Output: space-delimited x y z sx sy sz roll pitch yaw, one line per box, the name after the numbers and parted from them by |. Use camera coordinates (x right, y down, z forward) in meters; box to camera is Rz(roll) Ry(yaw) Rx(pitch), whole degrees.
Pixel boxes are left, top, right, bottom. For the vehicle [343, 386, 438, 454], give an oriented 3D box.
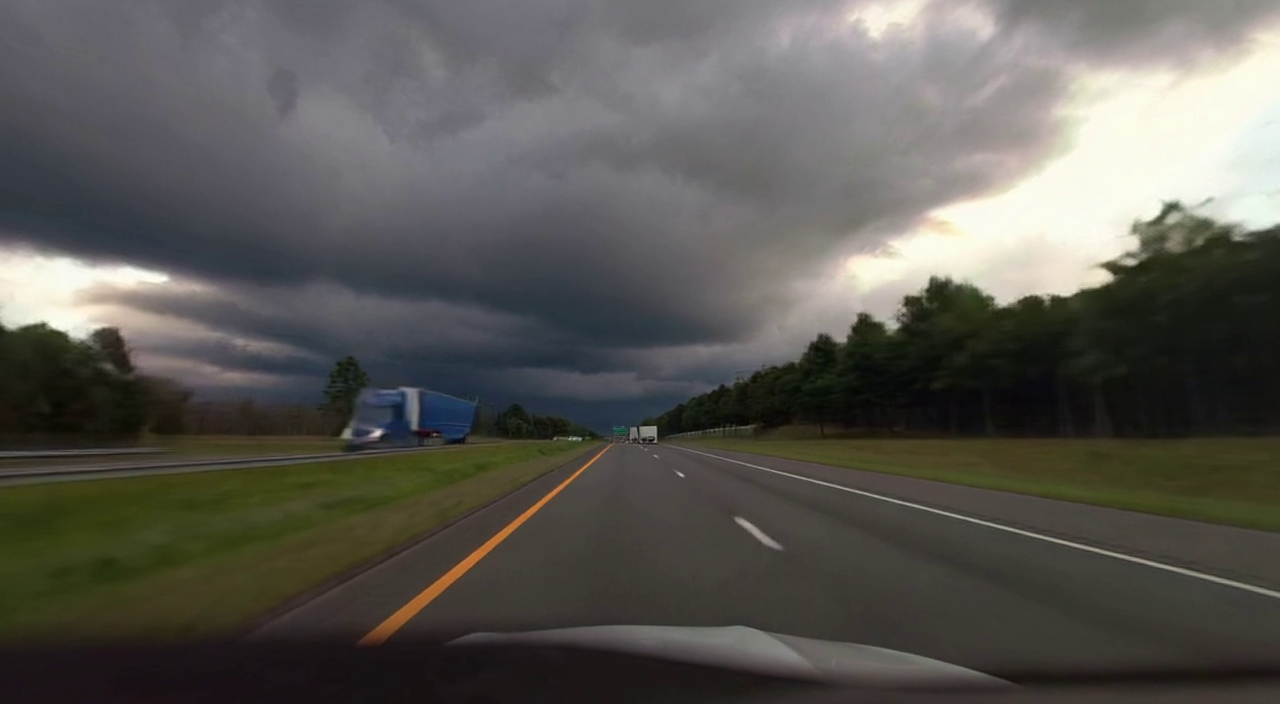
-13.879 3.919 35.700 2.970 3.532 5.981 0 -8 -1 | vehicle
